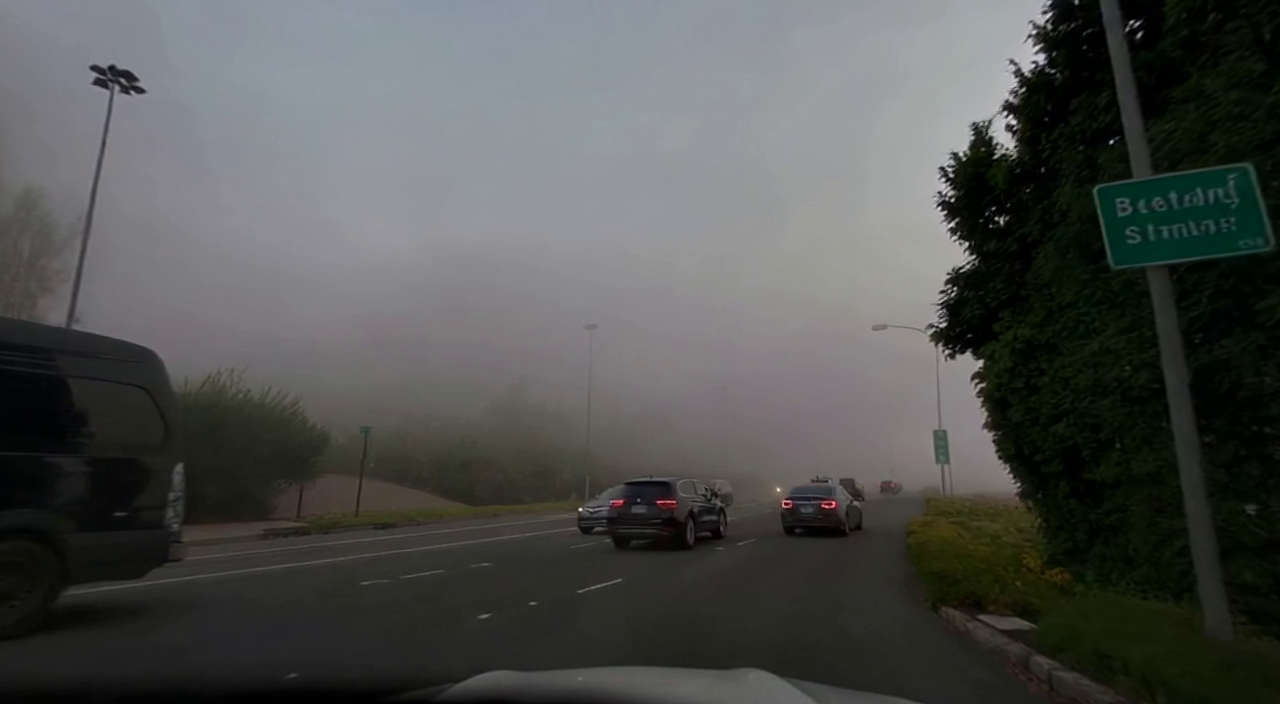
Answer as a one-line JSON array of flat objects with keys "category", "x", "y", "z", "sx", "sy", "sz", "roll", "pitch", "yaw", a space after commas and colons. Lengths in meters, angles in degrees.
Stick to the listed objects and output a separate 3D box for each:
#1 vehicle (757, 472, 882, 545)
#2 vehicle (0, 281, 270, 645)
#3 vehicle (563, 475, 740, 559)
[{"category": "vehicle", "x": 4.609, "y": 3.785, "z": 15.736, "sx": 2.129, "sy": 1.471, "sz": 4.258, "roll": -4, "pitch": -12, "yaw": 27}, {"category": "vehicle", "x": -7.557, "y": 0.918, "z": 5.539, "sx": 2.616, "sy": 3.316, "sz": 6.739, "roll": -4, "pitch": -12, "yaw": 27}, {"category": "vehicle", "x": 0.509, "y": 3.516, "z": 14.067, "sx": 2.030, "sy": 1.441, "sz": 4.806, "roll": -4, "pitch": -12, "yaw": 26}]
